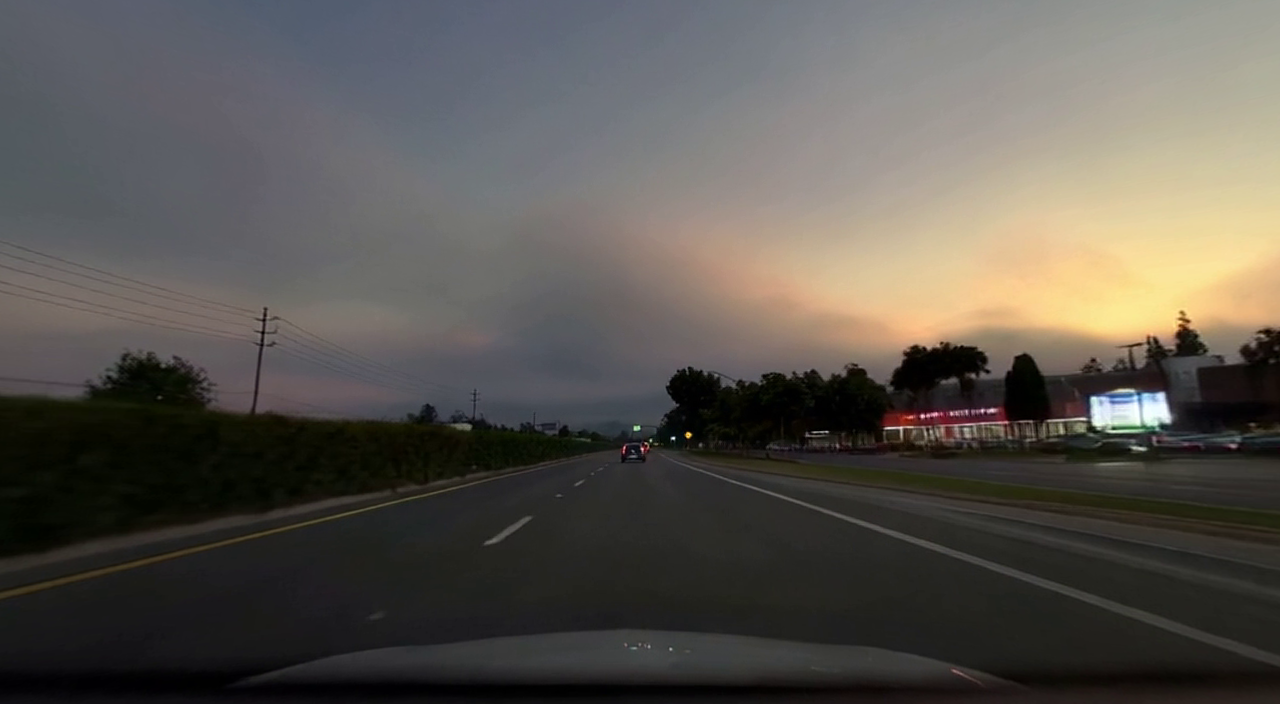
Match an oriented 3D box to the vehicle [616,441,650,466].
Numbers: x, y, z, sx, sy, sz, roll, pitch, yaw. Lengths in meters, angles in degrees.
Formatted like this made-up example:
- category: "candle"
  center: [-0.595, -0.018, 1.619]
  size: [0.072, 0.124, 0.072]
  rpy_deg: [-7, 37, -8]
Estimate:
- category: "vehicle"
  center: [-0.448, 6.706, 41.620]
  size: [2.110, 1.555, 4.431]
  rpy_deg: [1, -9, 0]
